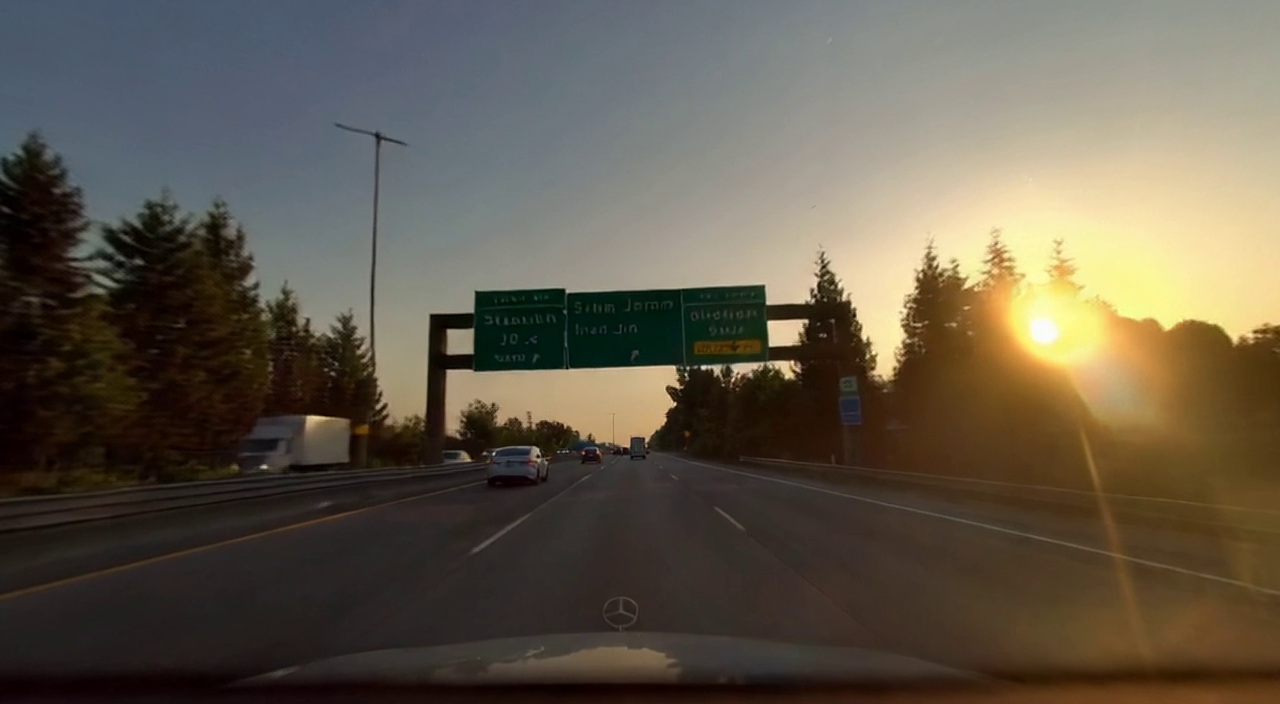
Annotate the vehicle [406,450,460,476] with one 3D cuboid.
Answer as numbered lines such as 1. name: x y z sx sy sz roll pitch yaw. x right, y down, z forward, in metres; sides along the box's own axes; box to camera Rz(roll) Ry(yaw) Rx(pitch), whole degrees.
1. vehicle: -12.790 6.863 38.977 1.864 1.503 4.389 0 -9 0

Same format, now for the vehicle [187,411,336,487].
1. vehicle: -17.321 4.516 29.410 2.523 3.082 6.976 -1 -9 1

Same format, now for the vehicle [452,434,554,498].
1. vehicle: -3.992 3.411 19.094 2.151 1.693 4.201 0 -9 0
